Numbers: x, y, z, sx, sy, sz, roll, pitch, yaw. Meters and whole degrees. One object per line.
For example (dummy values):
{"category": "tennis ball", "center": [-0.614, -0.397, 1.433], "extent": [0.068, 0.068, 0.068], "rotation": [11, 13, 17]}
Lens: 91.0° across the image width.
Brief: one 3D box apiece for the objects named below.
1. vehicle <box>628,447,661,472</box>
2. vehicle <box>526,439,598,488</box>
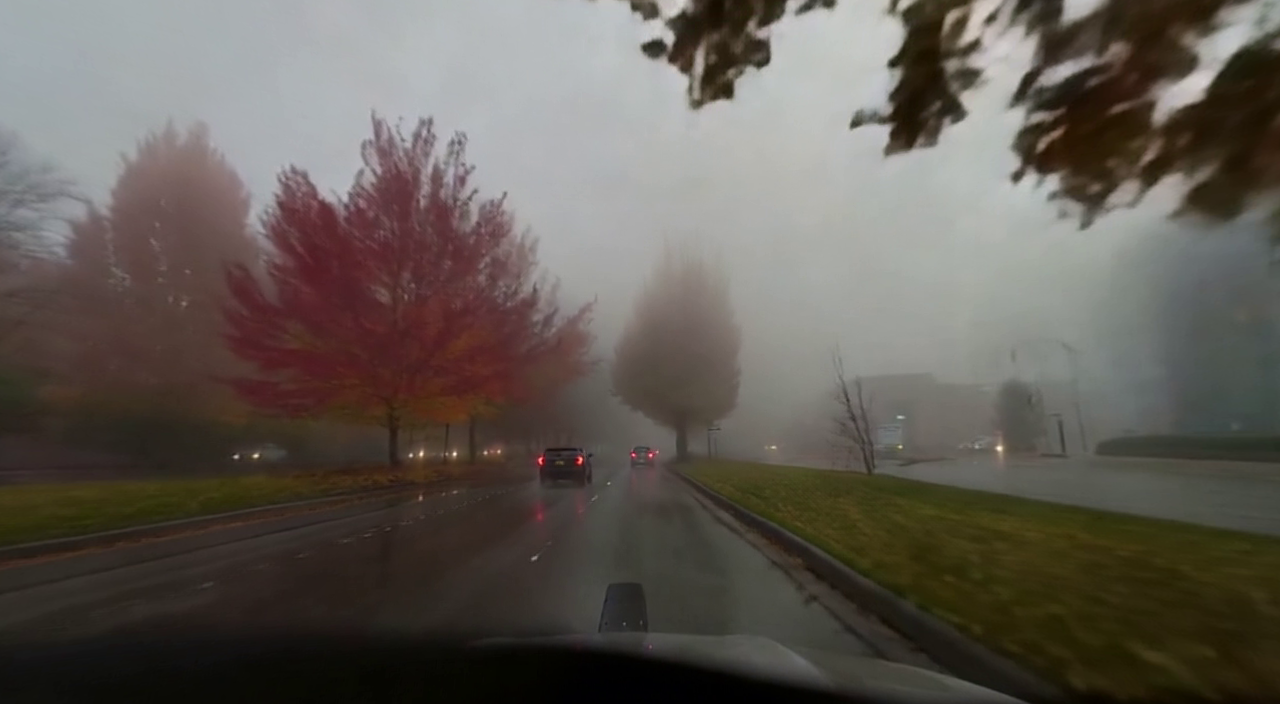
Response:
{"category": "vehicle", "center": [0.256, 6.814, 40.153], "extent": [2.040, 1.493, 3.682], "rotation": [1, -8, -1]}
{"category": "vehicle", "center": [-2.946, 4.304, 24.682], "extent": [2.197, 1.709, 4.069], "rotation": [0, -8, 2]}
